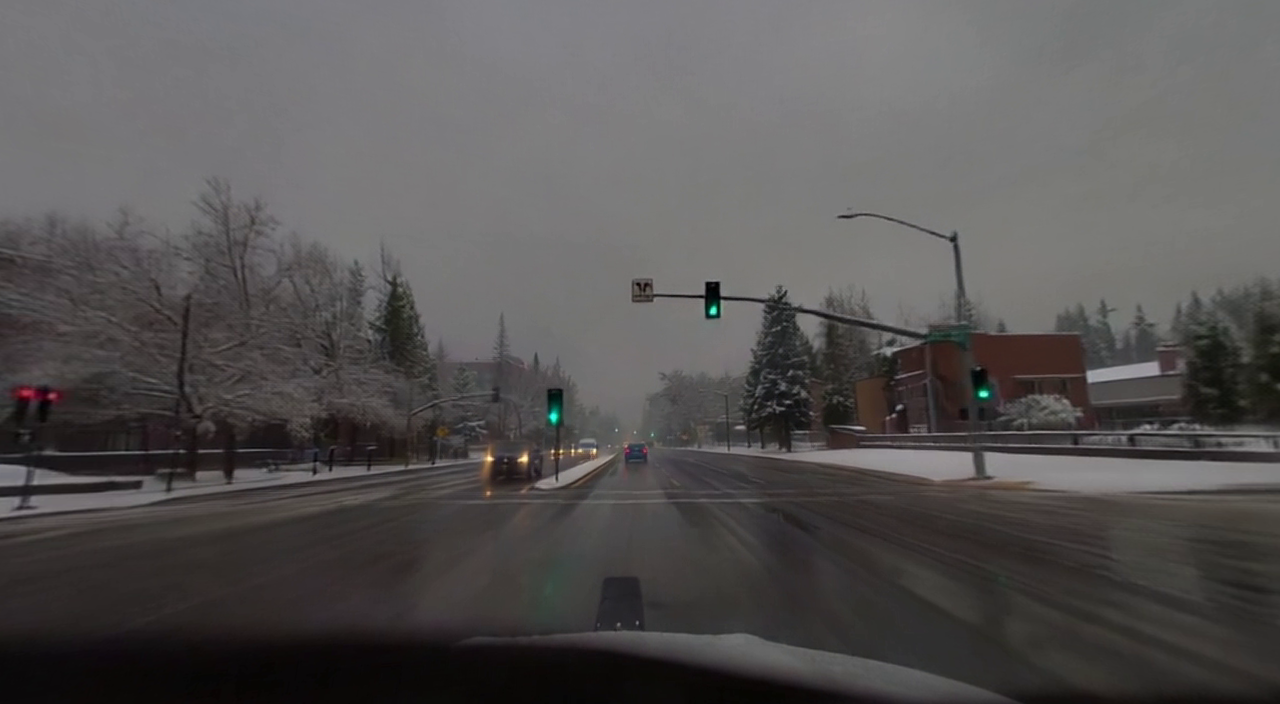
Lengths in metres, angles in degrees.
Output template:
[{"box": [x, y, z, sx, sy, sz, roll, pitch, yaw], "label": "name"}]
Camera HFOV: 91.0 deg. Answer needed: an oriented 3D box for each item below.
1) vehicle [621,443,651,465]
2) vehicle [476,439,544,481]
[{"box": [-0.307, 7.254, 44.914, 2.064, 1.477, 3.968, 0, -9, -1], "label": "vehicle"}, {"box": [-5.467, 4.590, 27.020, 2.016, 1.631, 4.148, 0, -9, 0], "label": "vehicle"}]
